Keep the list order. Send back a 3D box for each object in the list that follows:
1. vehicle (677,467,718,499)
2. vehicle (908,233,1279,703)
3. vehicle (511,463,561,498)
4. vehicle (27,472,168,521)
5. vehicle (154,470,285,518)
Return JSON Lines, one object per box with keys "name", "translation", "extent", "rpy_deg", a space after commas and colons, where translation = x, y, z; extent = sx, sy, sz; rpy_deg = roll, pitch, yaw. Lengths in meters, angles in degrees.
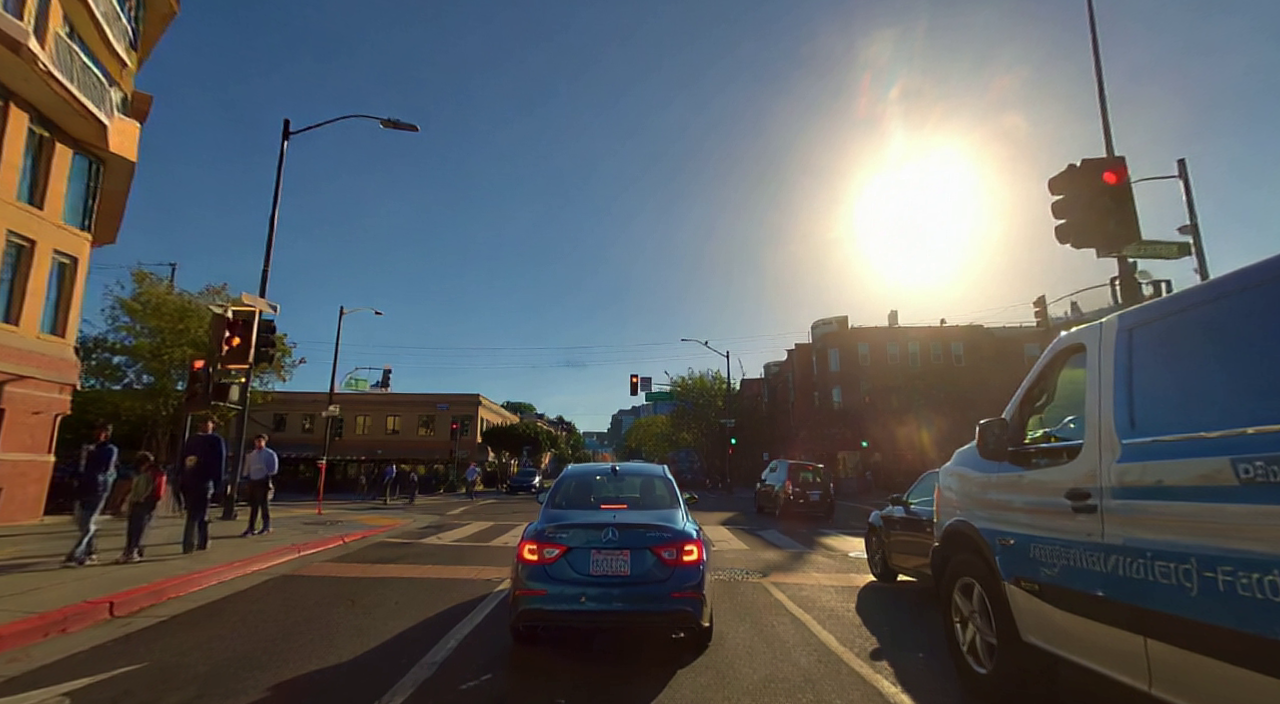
{"name": "vehicle", "translation": [3.470, 8.018, 38.859], "extent": [1.908, 1.741, 4.066], "rpy_deg": [0, -9, -3]}
{"name": "vehicle", "translation": [3.220, 0.553, 1.297], "extent": [2.632, 1.979, 6.096], "rpy_deg": [0, -9, 0]}
{"name": "vehicle", "translation": [-6.352, 7.878, 39.010], "extent": [2.226, 1.896, 4.438], "rpy_deg": [-1, -9, 1]}
{"name": "vehicle", "translation": [-25.476, 6.773, 29.740], "extent": [4.588, 2.048, 2.110], "rpy_deg": [0, -9, 1]}
{"name": "vehicle", "translation": [-19.766, 6.667, 29.768], "extent": [4.750, 2.083, 2.002], "rpy_deg": [-1, -9, 3]}
